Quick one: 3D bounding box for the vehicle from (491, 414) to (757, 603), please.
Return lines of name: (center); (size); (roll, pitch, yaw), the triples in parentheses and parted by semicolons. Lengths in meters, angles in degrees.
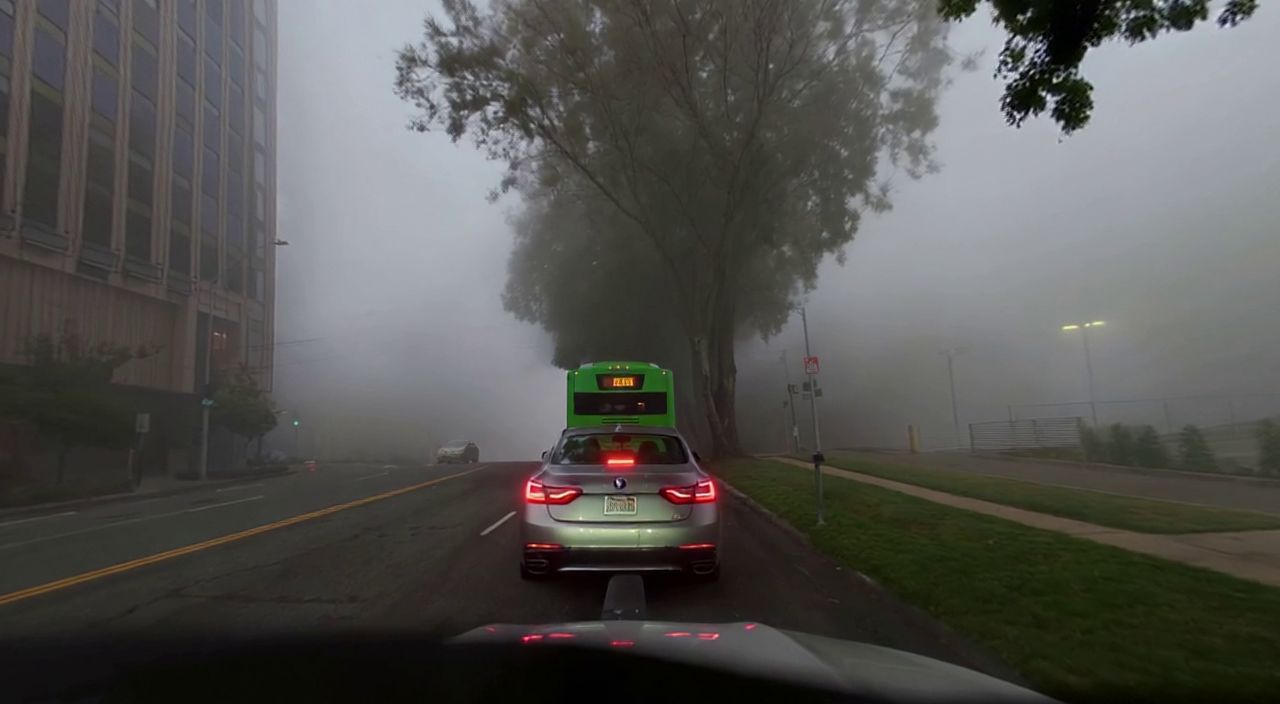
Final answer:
vehicle: (-0.171, 1.482, 6.933); (2.064, 1.452, 3.942); (0, -8, -1)
